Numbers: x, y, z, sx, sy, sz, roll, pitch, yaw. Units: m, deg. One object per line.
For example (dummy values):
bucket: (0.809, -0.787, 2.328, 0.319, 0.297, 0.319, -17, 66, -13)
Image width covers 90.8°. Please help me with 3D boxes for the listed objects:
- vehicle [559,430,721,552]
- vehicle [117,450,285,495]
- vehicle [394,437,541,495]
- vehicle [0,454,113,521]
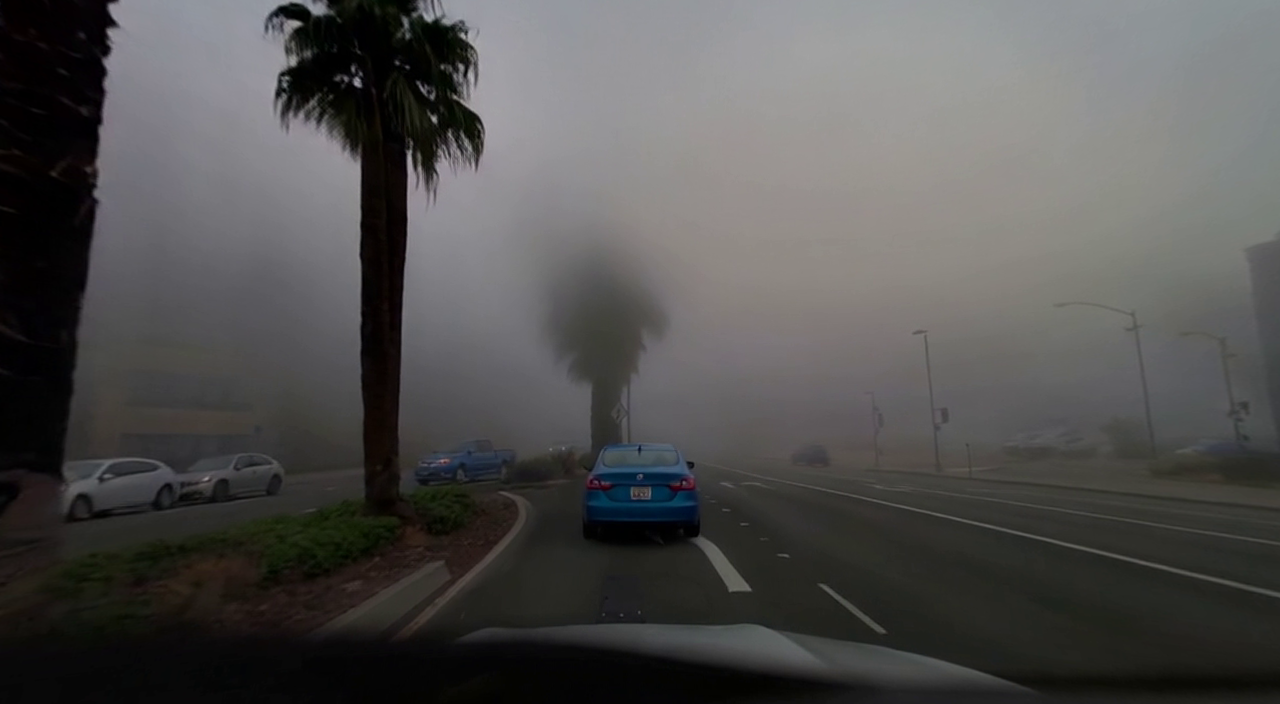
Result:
vehicle: (-0.137, 2.036, 10.024, 1.986, 1.473, 4.382, 0, -9, -4)
vehicle: (-15.595, 4.255, 22.595, 4.585, 1.479, 2.088, -1, -9, 6)
vehicle: (-5.368, 3.444, 19.451, 4.457, 1.552, 2.095, -7, -11, 38)
vehicle: (-15.547, 3.338, 16.084, 4.071, 1.442, 1.948, -5, -10, 31)
